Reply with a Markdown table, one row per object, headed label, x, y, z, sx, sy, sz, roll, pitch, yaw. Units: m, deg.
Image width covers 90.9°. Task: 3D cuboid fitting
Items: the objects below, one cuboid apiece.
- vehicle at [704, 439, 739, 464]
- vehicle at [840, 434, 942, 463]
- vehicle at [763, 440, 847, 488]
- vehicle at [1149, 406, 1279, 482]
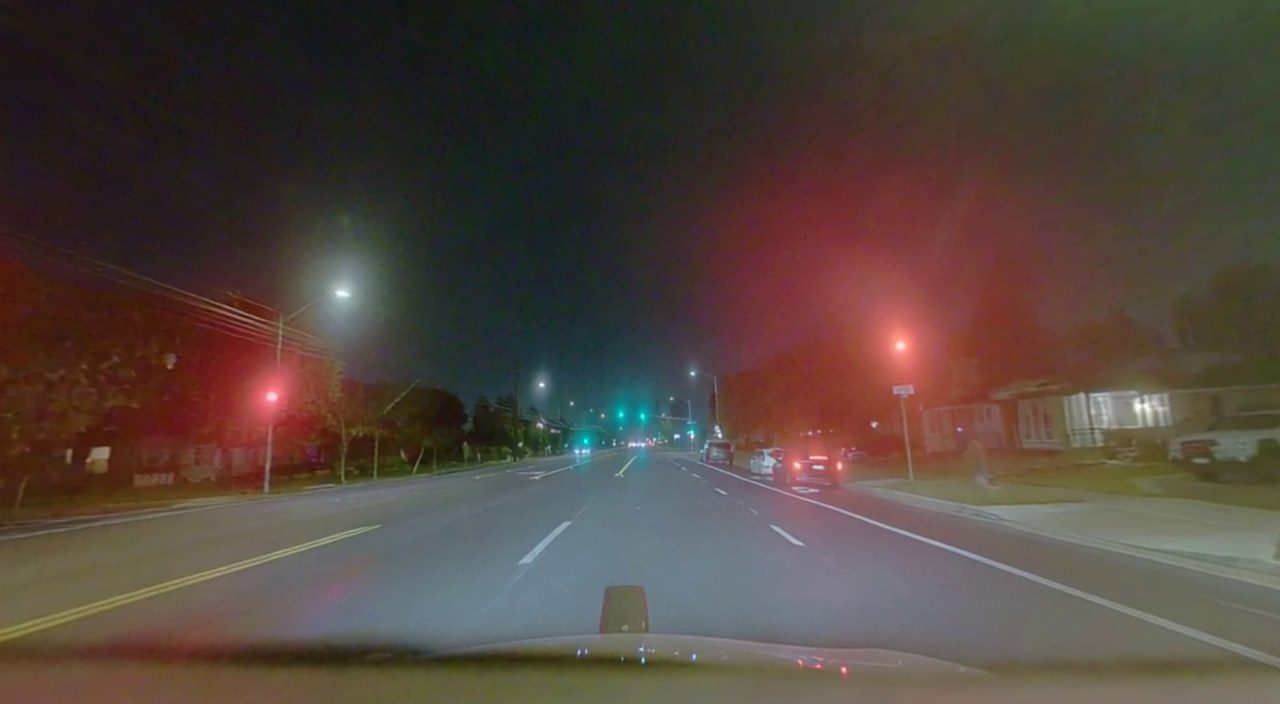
| label | x | y | z | sx | sy | sz | roll | pitch | yaw |
| --- | --- | --- | --- | --- | --- | --- | --- | --- | --- |
| vehicle | 6.064 | 7.482 | 47.509 | 2.026 | 1.754 | 4.565 | 0 | -8 | 0 |
| vehicle | 12.911 | 4.977 | 32.566 | 4.461 | 1.461 | 1.805 | 0 | -8 | -1 |
| vehicle | 5.760 | 3.947 | 22.595 | 1.855 | 1.520 | 4.808 | 0 | -8 | 2 |
| vehicle | 14.480 | 2.096 | 14.469 | 3.769 | 1.598 | 1.987 | 0 | -8 | 0 |
